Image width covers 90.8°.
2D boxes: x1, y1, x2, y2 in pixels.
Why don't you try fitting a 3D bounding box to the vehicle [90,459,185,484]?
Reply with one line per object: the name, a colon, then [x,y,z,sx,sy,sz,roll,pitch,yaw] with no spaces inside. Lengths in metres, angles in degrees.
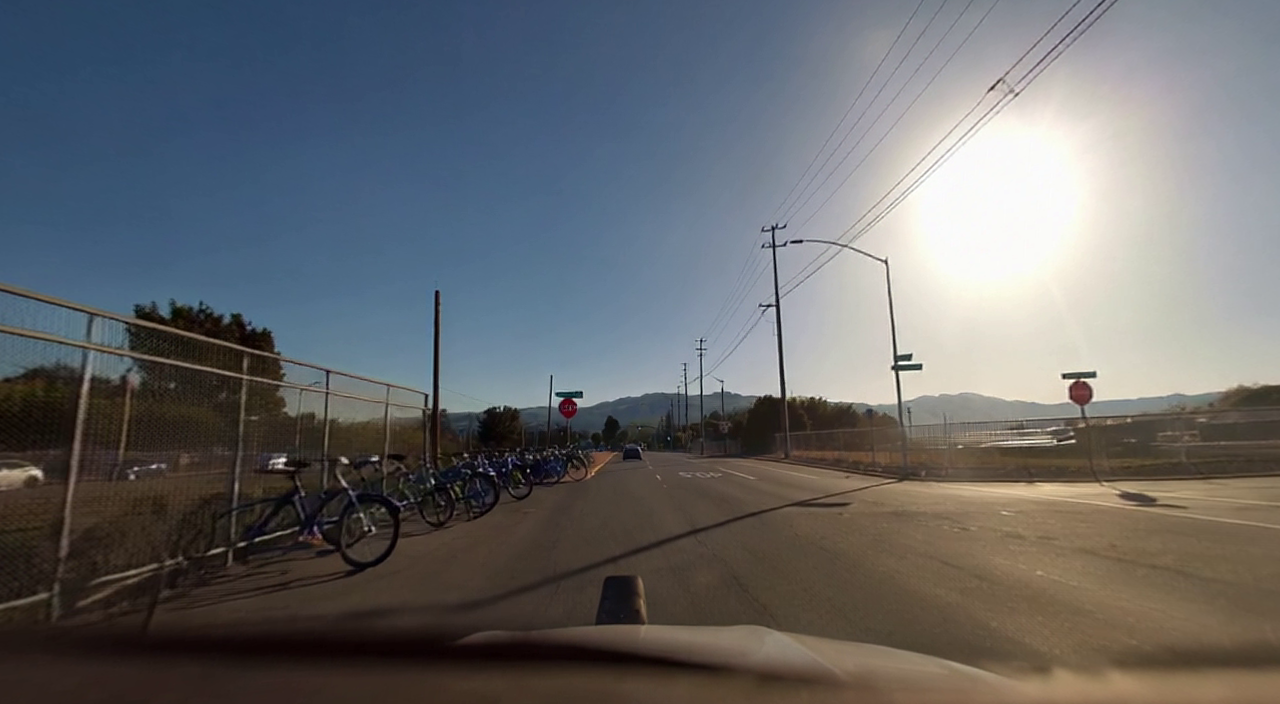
vehicle: [-33.592,7.995,42.373,4.569,1.558,1.903,1,-9,-5]
